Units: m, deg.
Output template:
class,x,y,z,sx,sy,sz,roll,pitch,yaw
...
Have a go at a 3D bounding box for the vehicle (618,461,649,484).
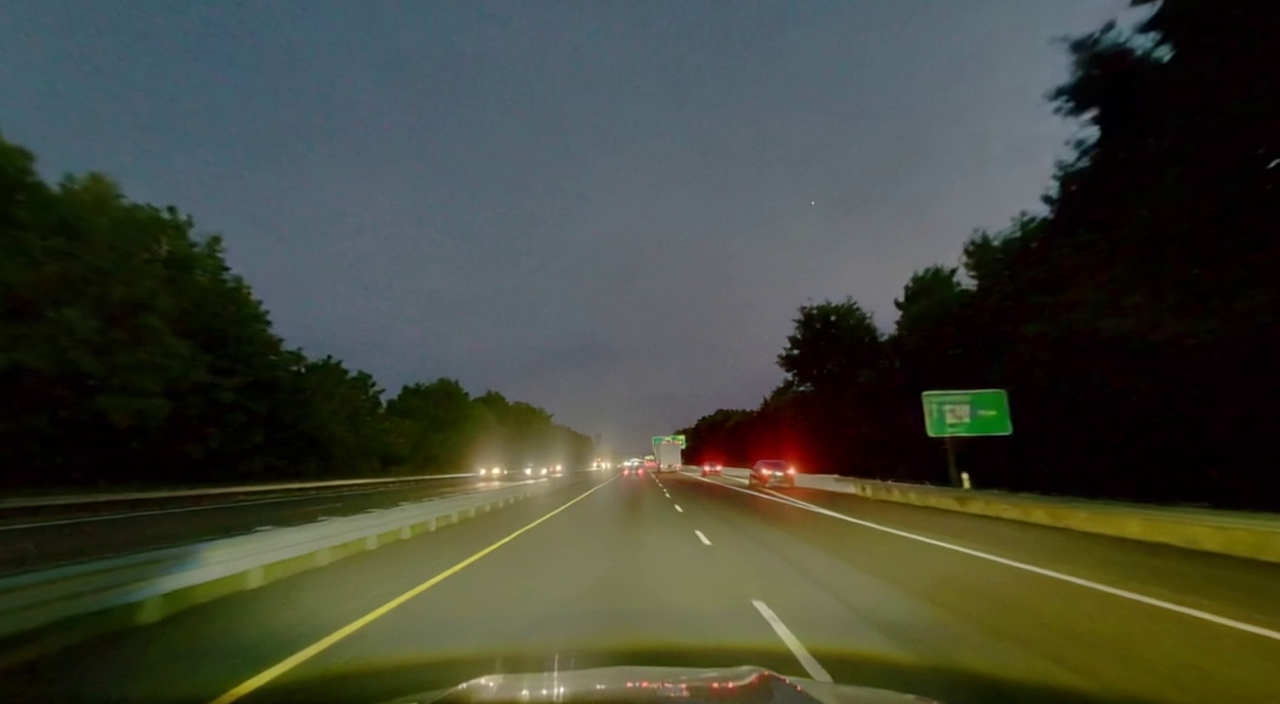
class,x,y,z,sx,sy,sz,roll,pitch,yaw
vehicle,-0.450,8.151,42.768,2.025,1.452,3.927,1,-10,0
